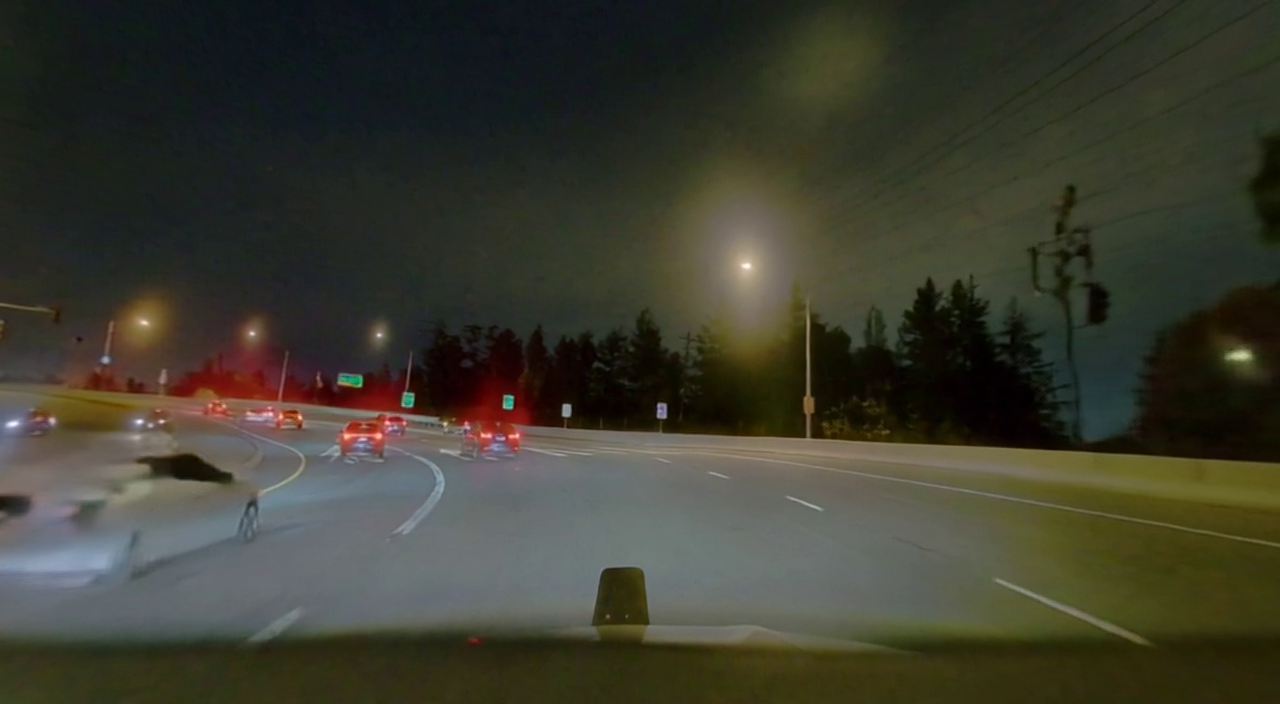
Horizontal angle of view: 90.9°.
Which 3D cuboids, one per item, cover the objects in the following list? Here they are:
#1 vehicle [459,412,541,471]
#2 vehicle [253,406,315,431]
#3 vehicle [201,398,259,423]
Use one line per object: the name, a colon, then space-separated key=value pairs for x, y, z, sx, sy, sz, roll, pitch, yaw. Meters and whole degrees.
vehicle: x=-4.743 y=2.960 z=20.892 sx=2.140 sy=1.724 sz=4.304 roll=3 pitch=-9 yaw=-18
vehicle: x=-24.144 y=4.527 z=42.690 sx=4.623 sy=1.501 sz=2.033 roll=-7 pitch=-11 yaw=40
vehicle: x=-31.038 y=4.465 z=47.717 sx=4.285 sy=1.747 sz=2.076 roll=-6 pitch=-10 yaw=35
